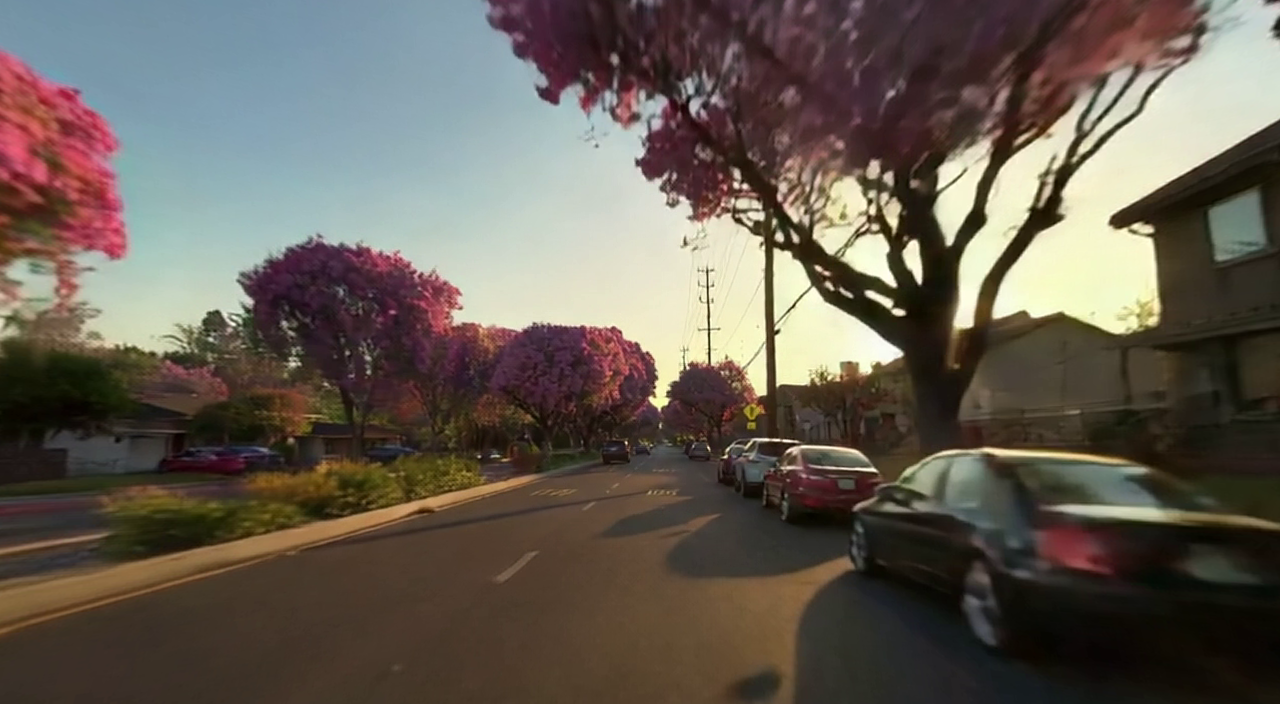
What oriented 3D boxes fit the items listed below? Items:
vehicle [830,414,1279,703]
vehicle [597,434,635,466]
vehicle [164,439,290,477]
[{"bbox_3d":[3.145,1.354,4.925,1.985,1.500,4.654,0,-8,2],"label":"vehicle"},{"bbox_3d":[-1.520,6.514,42.080,2.202,1.961,4.980,0,-8,2],"label":"vehicle"},{"bbox_3d":[-22.132,5.694,34.046,5.252,1.925,2.061,3,-9,-19],"label":"vehicle"}]
